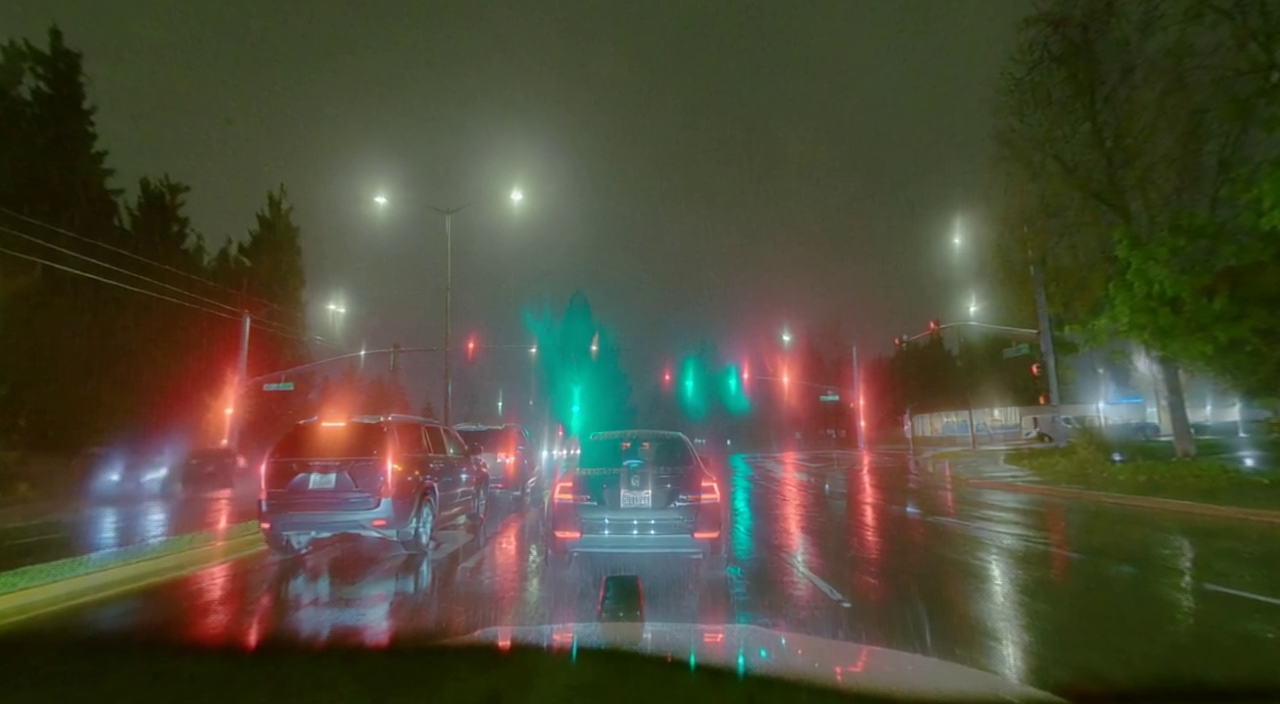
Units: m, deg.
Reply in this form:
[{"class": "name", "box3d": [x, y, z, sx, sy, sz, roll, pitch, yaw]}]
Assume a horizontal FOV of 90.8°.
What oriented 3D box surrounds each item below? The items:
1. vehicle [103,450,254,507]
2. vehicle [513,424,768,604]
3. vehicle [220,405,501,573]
[{"class": "vehicle", "box3d": [-14.326, 3.900, 19.950, 1.792, 1.570, 4.043, 0, -8, -2]}, {"class": "vehicle", "box3d": [-0.052, 1.644, 7.314, 2.126, 1.475, 3.967, 0, -8, -2]}, {"class": "vehicle", "box3d": [-3.428, 1.758, 8.856, 2.046, 1.751, 4.208, 0, -8, -1]}]
